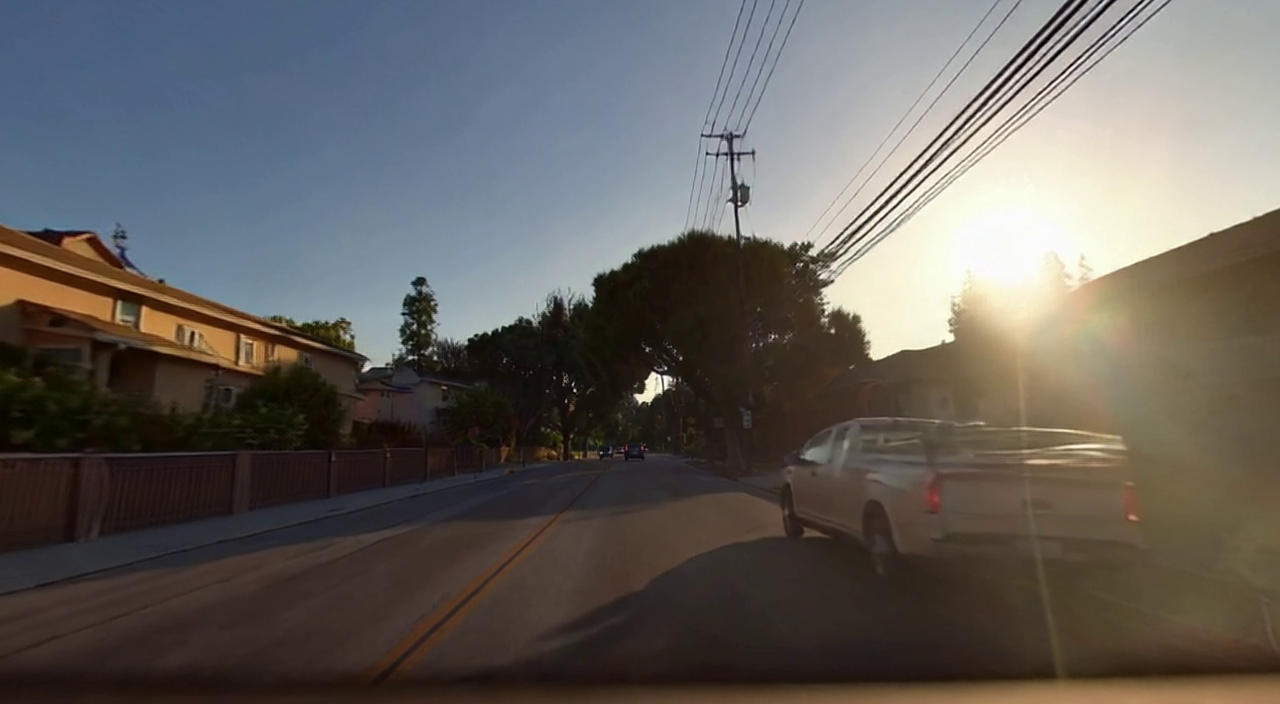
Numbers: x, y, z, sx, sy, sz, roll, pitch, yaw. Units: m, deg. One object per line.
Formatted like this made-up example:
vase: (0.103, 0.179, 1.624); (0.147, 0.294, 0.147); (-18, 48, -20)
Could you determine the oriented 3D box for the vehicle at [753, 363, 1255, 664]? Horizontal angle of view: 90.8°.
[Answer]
vehicle: (3.047, 1.538, 7.322); (2.278, 1.933, 5.860); (3, -9, 0)
